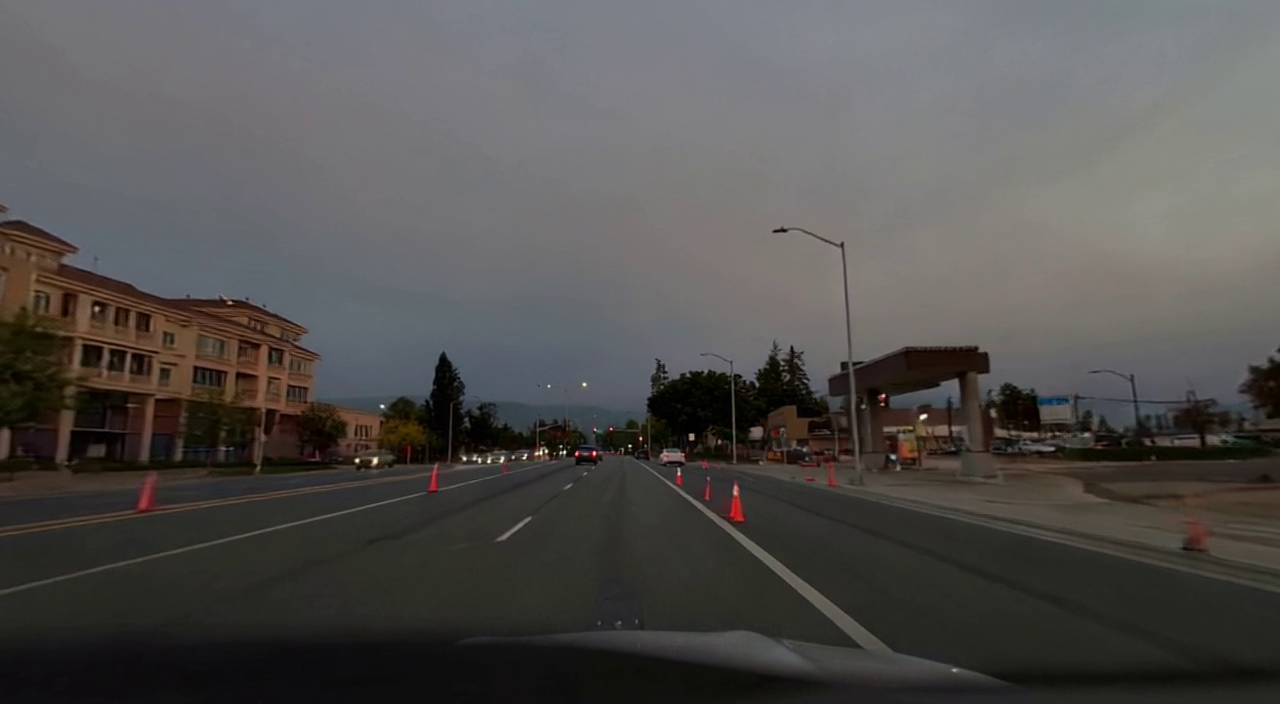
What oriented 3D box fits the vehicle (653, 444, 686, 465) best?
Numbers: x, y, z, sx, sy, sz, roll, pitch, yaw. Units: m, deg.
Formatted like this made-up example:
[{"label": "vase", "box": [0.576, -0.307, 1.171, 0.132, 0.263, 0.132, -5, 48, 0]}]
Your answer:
[{"label": "vehicle", "box": [2.210, 7.823, 48.426, 2.063, 1.483, 4.226, 0, -9, -3]}]
